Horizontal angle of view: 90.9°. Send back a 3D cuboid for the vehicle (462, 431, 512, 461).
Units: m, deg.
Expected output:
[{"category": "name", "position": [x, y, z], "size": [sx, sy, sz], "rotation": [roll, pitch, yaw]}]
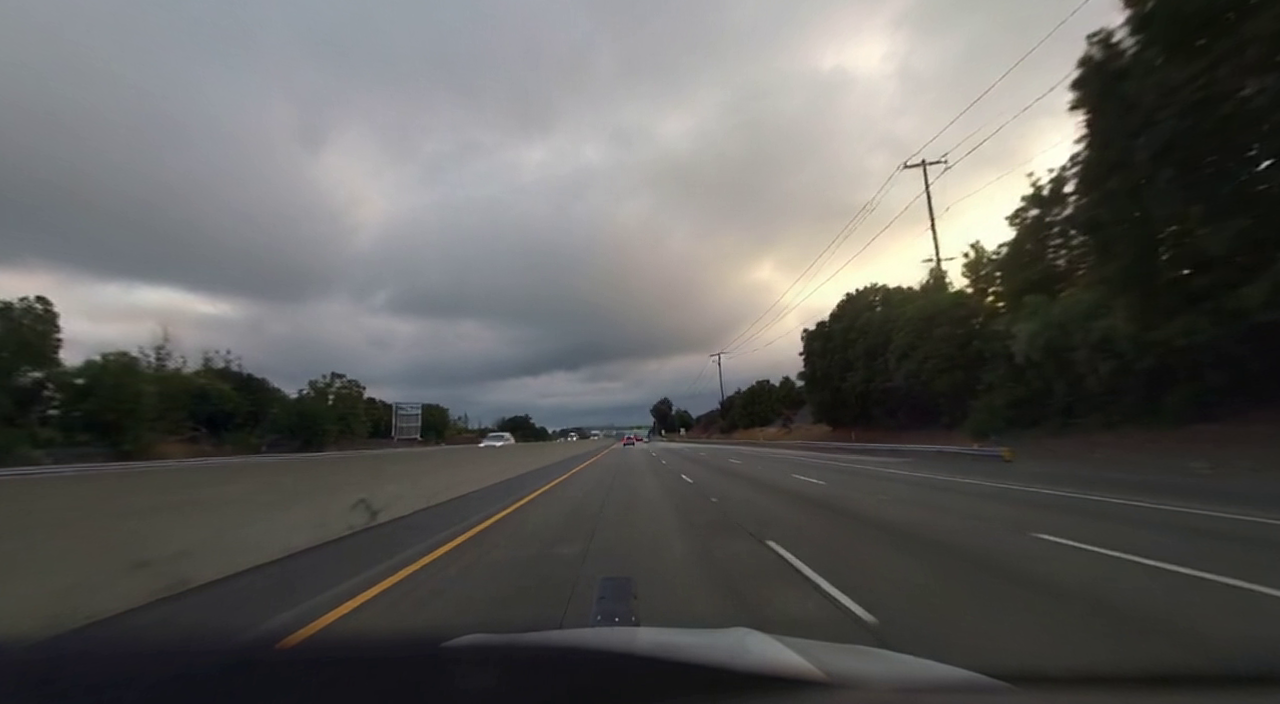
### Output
[{"category": "vehicle", "position": [-9.889, 6.082, 41.042], "size": [2.174, 1.820, 4.527], "rotation": [0, -8, -1]}]
